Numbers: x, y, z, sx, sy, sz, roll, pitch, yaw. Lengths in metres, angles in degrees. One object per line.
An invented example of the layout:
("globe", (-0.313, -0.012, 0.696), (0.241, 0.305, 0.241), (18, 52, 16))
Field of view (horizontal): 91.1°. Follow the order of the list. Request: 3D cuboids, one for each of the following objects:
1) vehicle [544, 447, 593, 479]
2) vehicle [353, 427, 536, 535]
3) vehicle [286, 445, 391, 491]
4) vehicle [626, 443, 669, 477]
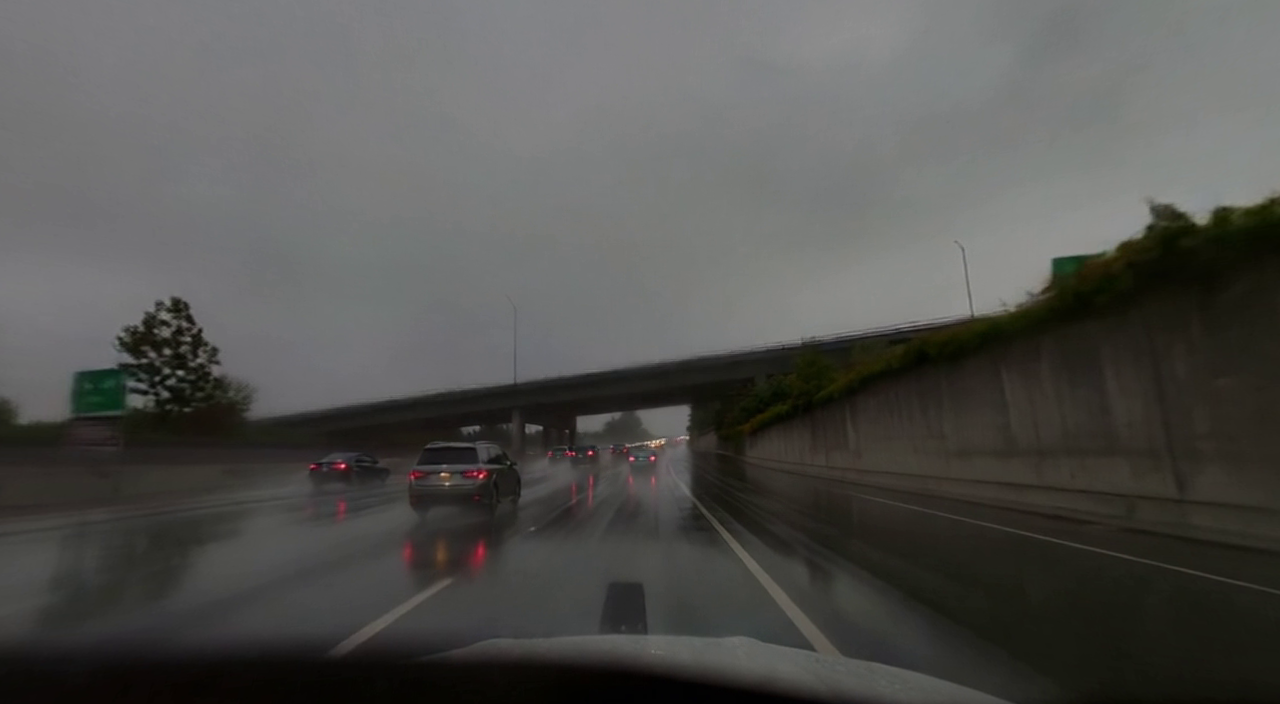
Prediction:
("vehicle", (-3.730, 5.853, 33.404), (1.997, 1.490, 4.471), (0, -8, 1))
("vehicle", (-3.600, 2.459, 12.649), (2.161, 1.759, 4.482), (0, -8, 1))
("vehicle", (-11.996, 4.597, 25.348), (1.954, 1.640, 4.339), (0, -8, 1))
("vehicle", (0.389, 5.718, 33.554), (2.160, 1.678, 4.178), (0, -8, 0))
